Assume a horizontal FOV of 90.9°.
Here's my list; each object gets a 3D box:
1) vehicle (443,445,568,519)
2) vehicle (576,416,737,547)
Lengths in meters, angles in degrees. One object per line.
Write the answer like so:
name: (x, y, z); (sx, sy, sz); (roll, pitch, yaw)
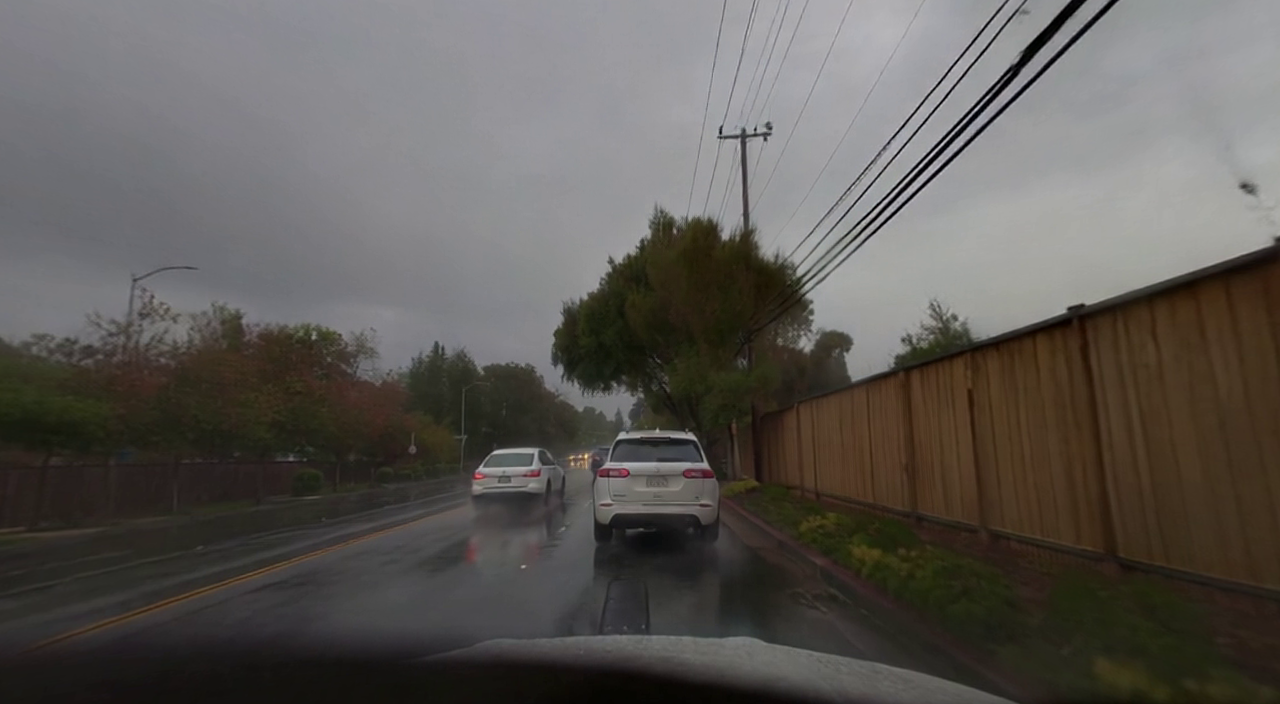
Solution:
vehicle: (-2.954, 2.939, 14.816); (1.979, 1.489, 4.006); (0, -9, 1)
vehicle: (0.253, 2.073, 10.683); (2.174, 1.749, 4.113); (0, -9, 1)
